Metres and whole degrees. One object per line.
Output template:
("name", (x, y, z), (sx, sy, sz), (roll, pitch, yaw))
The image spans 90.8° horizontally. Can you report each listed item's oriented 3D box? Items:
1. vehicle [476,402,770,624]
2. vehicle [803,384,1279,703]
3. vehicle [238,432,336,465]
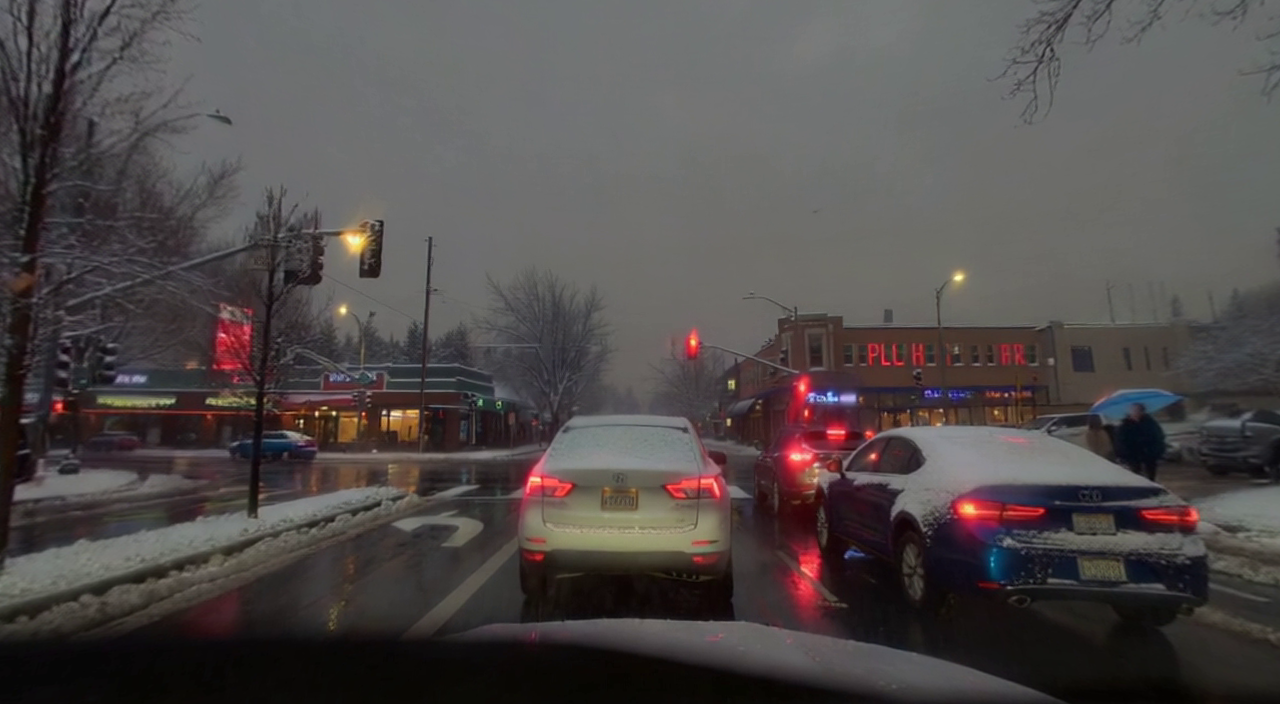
("vehicle", (-0.141, 1.516, 7.008), (2.123, 1.589, 4.702), (0, -8, 0))
("vehicle", (3.034, 1.309, 5.447), (1.983, 1.654, 4.354), (0, -8, -2))
("vehicle", (-19.974, 5.462, 35.775), (5.003, 1.799, 2.066), (-4, -9, 22))
